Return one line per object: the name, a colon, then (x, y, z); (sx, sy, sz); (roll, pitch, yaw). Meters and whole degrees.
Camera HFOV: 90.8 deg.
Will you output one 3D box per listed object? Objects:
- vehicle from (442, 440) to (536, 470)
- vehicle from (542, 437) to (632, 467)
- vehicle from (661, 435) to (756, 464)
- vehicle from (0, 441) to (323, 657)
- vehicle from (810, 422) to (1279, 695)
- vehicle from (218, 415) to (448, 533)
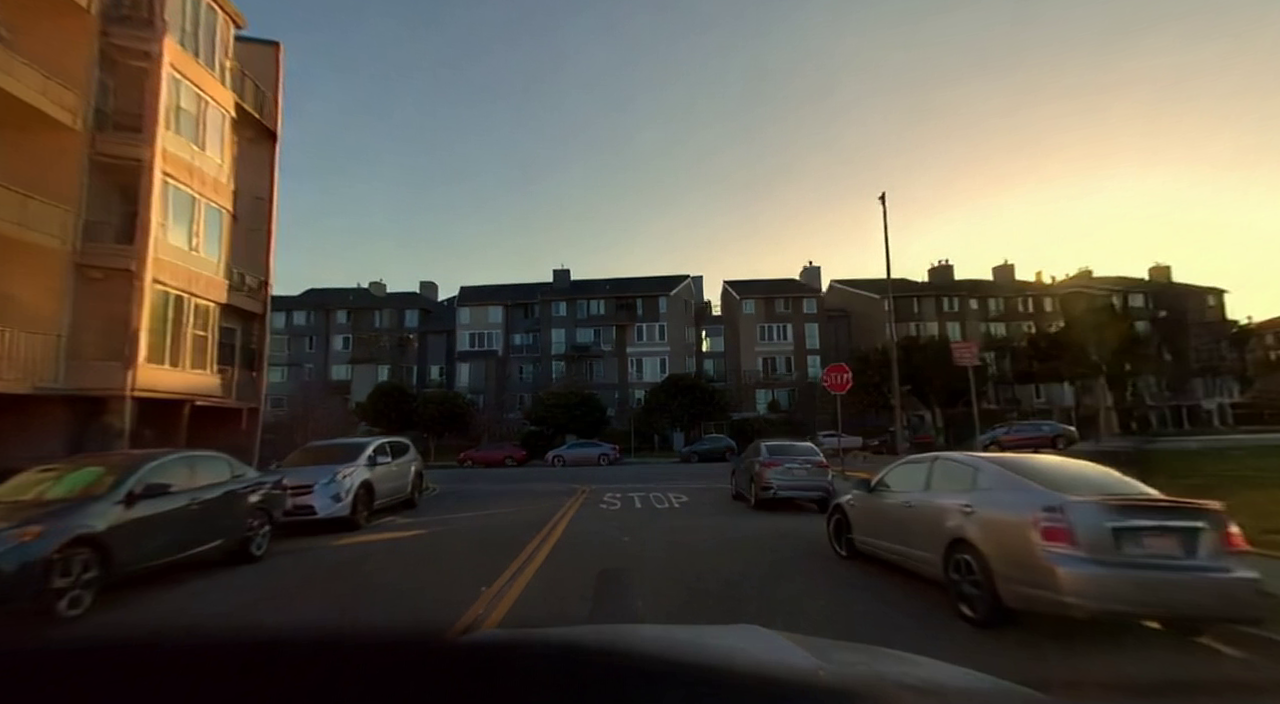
vehicle: (-7.633, 5.259, 32.352); (4.423, 1.449, 1.813); (1, -9, -5)
vehicle: (-2.697, 5.173, 32.684); (4.489, 1.470, 1.776); (1, -8, -4)
vehicle: (3.493, 5.066, 32.916); (4.681, 1.480, 1.817); (0, -9, -3)
vehicle: (-5.581, 1.722, 6.740); (2.129, 1.505, 4.510); (0, -8, -1)
vehicle: (3.200, 1.466, 5.749); (1.919, 1.490, 4.339); (0, -8, -3)
vehicle: (-5.948, 2.446, 13.443); (2.208, 1.903, 6.040); (0, -8, -4)
